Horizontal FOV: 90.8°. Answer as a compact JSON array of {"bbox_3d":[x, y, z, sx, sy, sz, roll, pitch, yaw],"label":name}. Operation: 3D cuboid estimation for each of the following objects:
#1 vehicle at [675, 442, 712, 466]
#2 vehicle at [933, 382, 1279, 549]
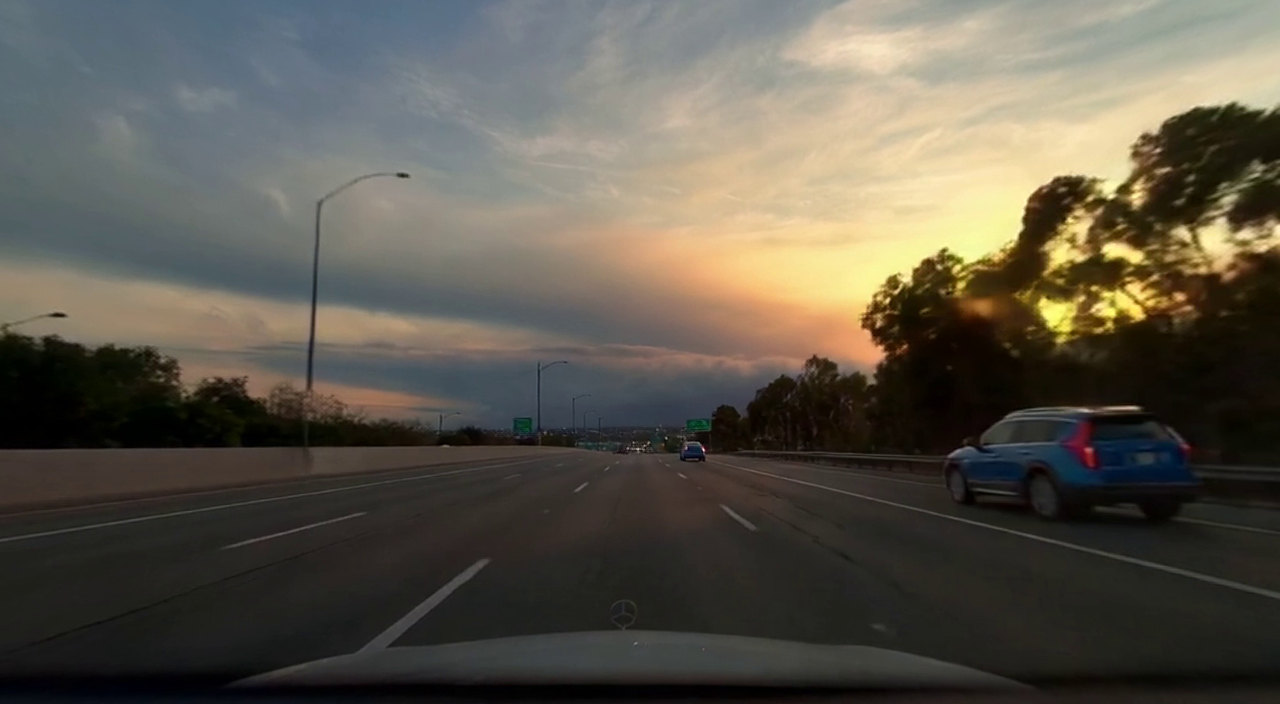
[{"bbox_3d":[3.464,6.712,41.761,2.000,1.533,3.770,0,-8,-1],"label":"vehicle"},{"bbox_3d":[6.706,1.670,9.792,2.065,1.953,4.605,0,-8,0],"label":"vehicle"}]
